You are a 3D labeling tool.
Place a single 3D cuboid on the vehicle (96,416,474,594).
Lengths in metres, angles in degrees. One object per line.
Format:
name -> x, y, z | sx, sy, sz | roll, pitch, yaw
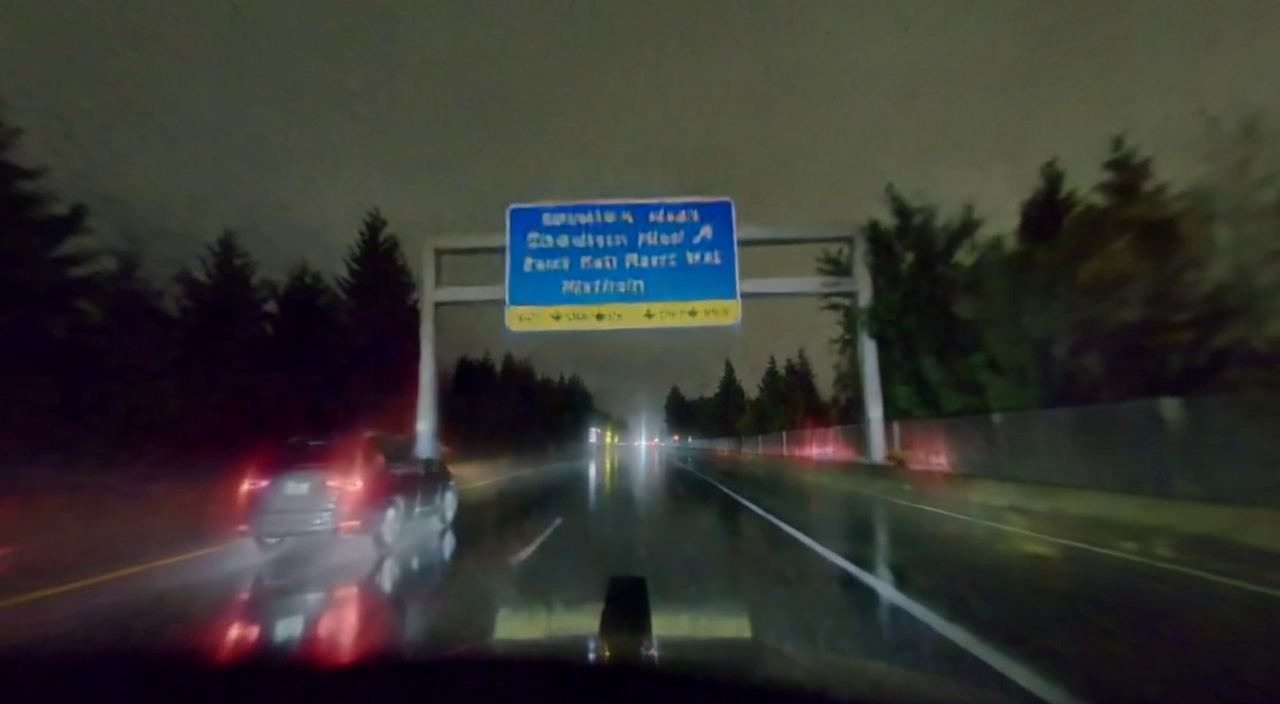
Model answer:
vehicle -> -3.683, 1.645, 7.684 | 2.051, 1.531, 4.250 | 0, -8, 1
